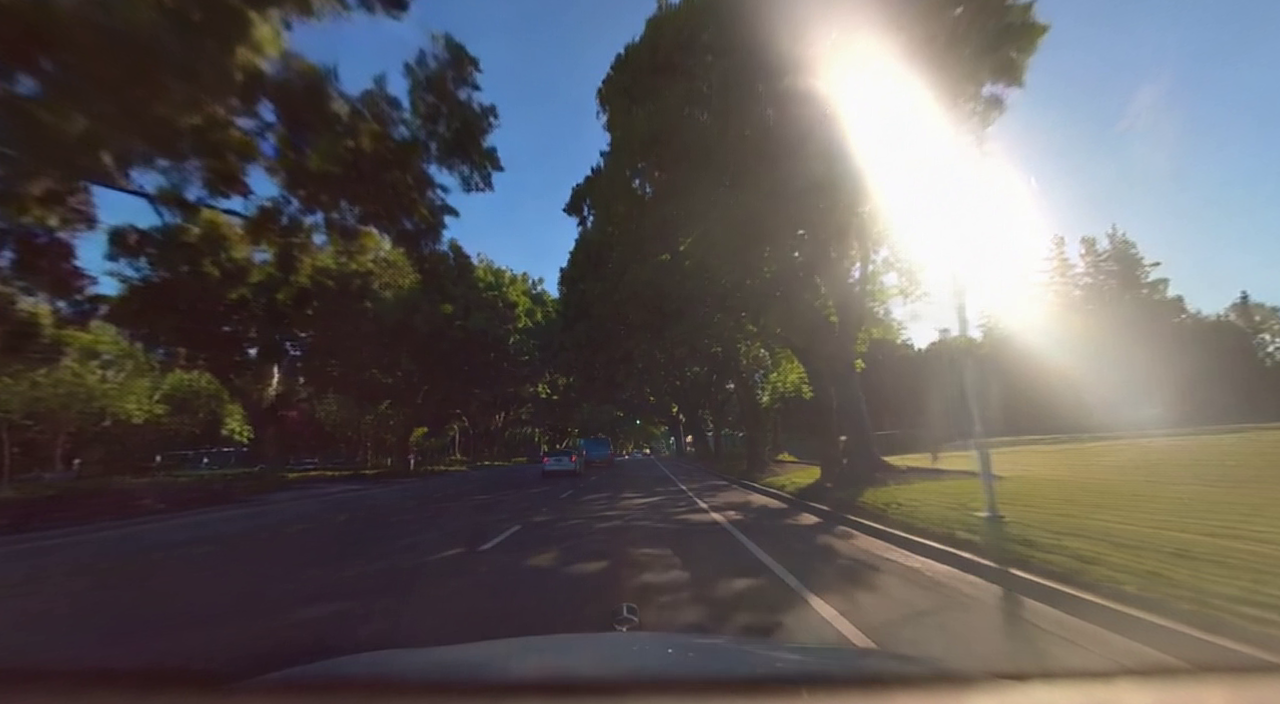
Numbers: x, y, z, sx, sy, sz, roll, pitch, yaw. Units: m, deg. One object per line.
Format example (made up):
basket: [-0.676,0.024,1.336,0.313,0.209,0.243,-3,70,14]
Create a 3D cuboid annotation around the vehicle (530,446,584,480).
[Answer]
vehicle: [-3.894,5.292,30.264,2.009,1.473,4.028,0,-9,0]
